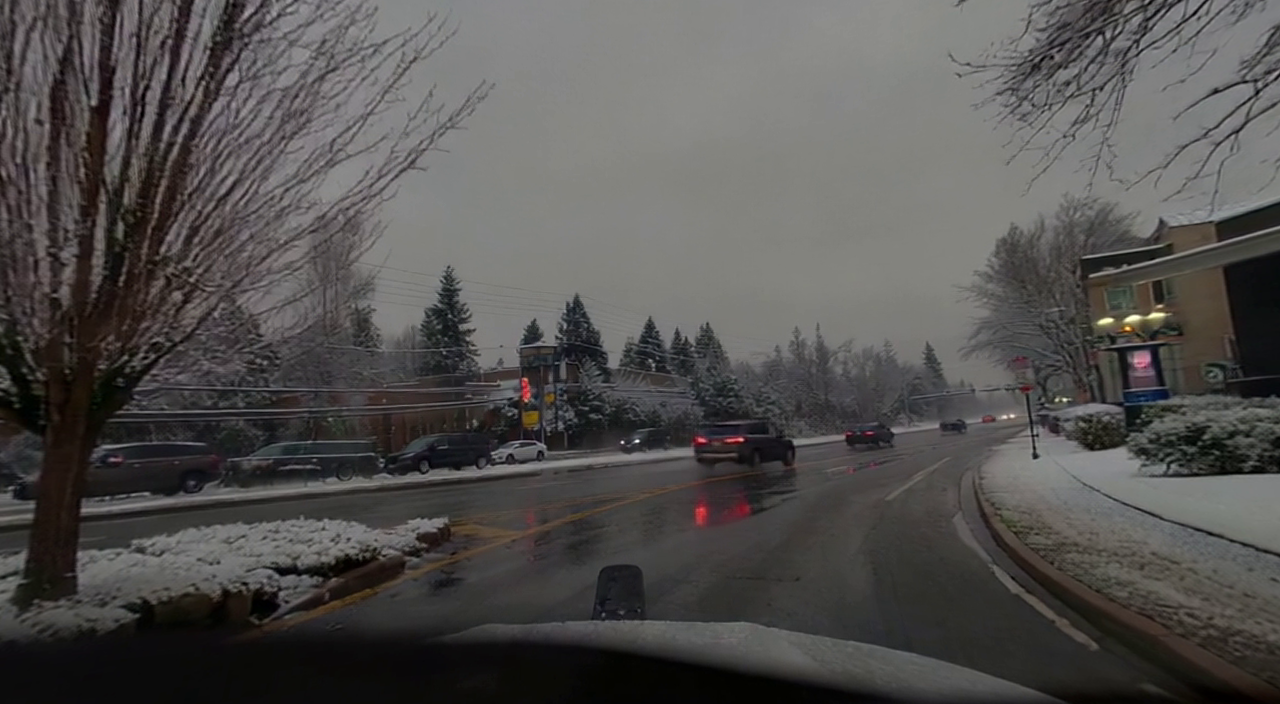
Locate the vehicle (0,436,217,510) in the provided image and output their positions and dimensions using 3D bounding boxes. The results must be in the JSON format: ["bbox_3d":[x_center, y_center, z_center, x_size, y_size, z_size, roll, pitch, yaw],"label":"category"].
[{"bbox_3d":[-16.577,3.684,19.865,2.294,2.000,4.788,-7,-10,31],"label":"vehicle"}]

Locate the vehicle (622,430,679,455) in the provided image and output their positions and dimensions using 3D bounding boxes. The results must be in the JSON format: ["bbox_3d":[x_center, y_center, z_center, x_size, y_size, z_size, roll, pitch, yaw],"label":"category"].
[{"bbox_3d":[0.814,6.458,45.103,1.926,1.691,4.646,-5,-9,33],"label":"vehicle"}]

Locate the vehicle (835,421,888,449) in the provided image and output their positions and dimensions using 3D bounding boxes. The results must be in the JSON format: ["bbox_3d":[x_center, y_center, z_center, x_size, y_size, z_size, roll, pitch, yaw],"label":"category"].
[{"bbox_3d":[16.379,6.102,46.533,1.954,1.639,5.229,-8,-7,37],"label":"vehicle"}]

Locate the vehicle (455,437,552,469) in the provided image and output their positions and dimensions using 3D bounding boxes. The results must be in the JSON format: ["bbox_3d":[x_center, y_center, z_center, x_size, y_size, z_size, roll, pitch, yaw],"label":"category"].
[{"bbox_3d":[-8.049,5.979,37.691,2.261,1.733,5.381,-6,-10,39],"label":"vehicle"}]

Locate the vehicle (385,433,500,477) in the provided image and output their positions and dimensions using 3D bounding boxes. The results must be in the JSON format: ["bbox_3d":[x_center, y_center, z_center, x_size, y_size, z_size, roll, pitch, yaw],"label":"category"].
[{"bbox_3d":[-9.466,4.926,30.704,2.134,1.924,4.911,-6,-9,39],"label":"vehicle"}]

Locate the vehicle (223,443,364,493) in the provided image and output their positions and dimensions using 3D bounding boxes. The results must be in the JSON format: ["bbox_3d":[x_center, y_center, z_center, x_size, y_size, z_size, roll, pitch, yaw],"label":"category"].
[{"bbox_3d":[-13.364,4.436,24.629,1.904,1.719,4.326,-5,-9,35],"label":"vehicle"}]

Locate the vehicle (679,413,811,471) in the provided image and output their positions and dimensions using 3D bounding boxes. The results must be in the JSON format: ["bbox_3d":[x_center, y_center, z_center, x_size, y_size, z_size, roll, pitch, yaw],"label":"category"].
[{"bbox_3d":[4.027,3.364,23.831,2.517,1.936,4.748,-11,-12,43],"label":"vehicle"}]
